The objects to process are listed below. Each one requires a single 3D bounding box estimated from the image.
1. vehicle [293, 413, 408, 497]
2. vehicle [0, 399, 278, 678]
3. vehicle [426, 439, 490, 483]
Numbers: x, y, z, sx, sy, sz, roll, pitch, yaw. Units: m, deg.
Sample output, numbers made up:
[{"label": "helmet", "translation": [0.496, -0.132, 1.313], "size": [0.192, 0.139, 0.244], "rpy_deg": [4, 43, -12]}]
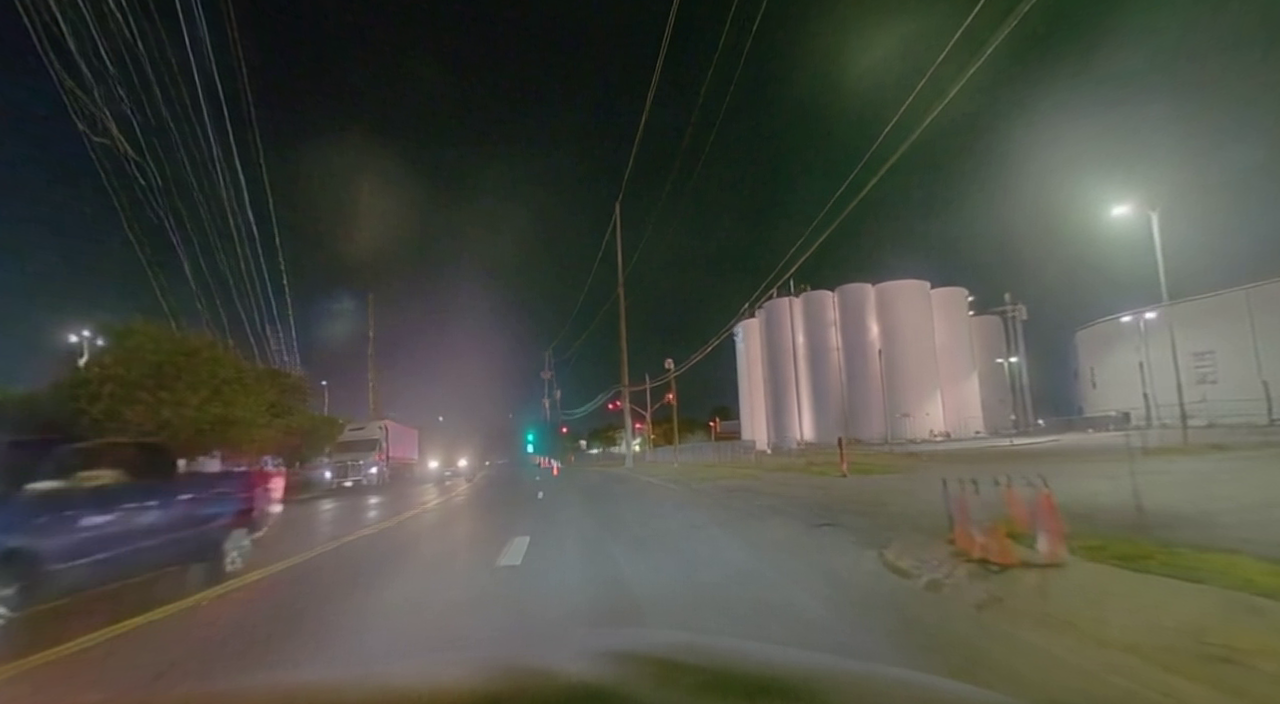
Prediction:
[{"label": "vehicle", "translation": [-12.438, 4.509, 27.975], "size": [2.905, 3.133, 7.675], "rpy_deg": [2, -9, -12]}, {"label": "vehicle", "translation": [-5.206, 1.350, 5.053], "size": [2.079, 1.770, 4.684], "rpy_deg": [0, -9, -4]}, {"label": "vehicle", "translation": [-8.264, 4.978, 29.231], "size": [2.282, 1.809, 5.297], "rpy_deg": [1, -9, -10]}]
